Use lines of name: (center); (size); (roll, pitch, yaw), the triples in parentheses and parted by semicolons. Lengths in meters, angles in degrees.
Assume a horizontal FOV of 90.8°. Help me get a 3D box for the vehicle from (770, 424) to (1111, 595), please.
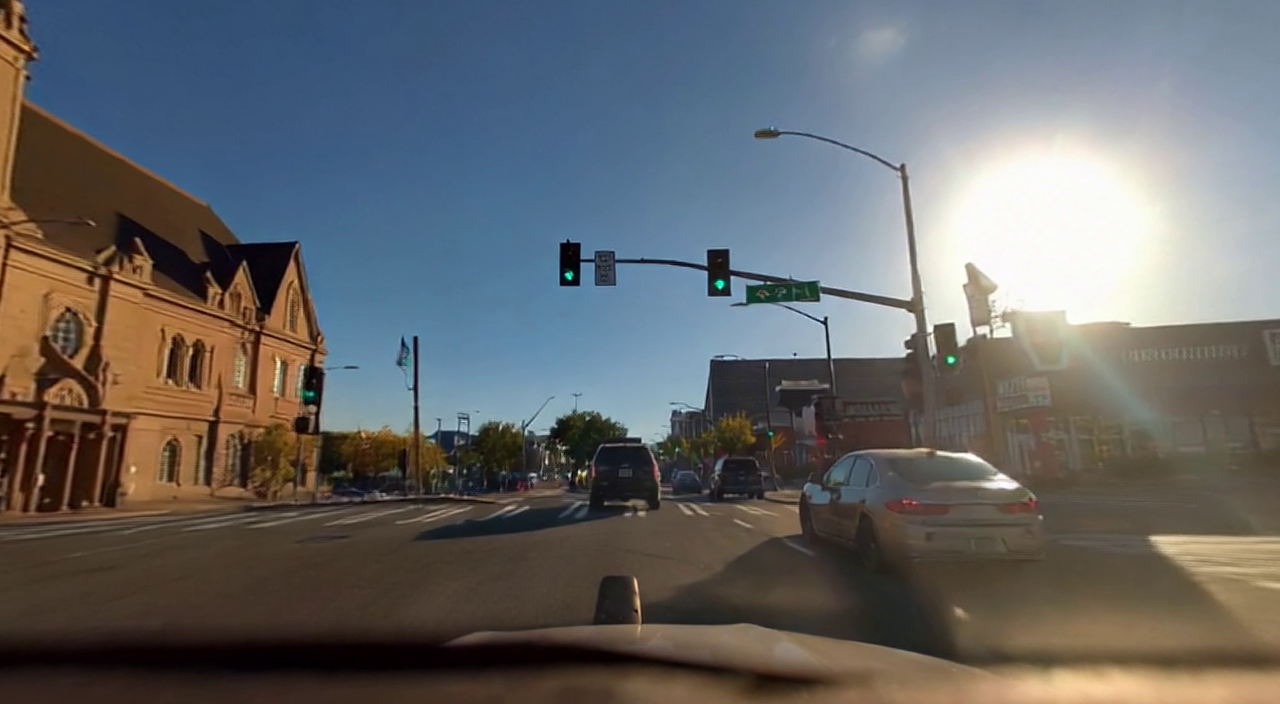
vehicle: (3.100, 1.708, 7.805); (1.883, 1.472, 4.471); (1, -8, -2)

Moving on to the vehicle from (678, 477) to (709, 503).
vehicle: (4.087, 10.400, 47.732); (2.027, 1.771, 4.470); (-1, -11, 9)

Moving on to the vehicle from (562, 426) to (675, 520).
vehicle: (-0.437, 2.631, 14.273); (2.168, 1.776, 4.135); (0, -8, -1)

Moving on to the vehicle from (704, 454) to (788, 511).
vehicle: (3.135, 3.937, 19.549); (1.890, 1.491, 4.166); (0, -8, 0)
